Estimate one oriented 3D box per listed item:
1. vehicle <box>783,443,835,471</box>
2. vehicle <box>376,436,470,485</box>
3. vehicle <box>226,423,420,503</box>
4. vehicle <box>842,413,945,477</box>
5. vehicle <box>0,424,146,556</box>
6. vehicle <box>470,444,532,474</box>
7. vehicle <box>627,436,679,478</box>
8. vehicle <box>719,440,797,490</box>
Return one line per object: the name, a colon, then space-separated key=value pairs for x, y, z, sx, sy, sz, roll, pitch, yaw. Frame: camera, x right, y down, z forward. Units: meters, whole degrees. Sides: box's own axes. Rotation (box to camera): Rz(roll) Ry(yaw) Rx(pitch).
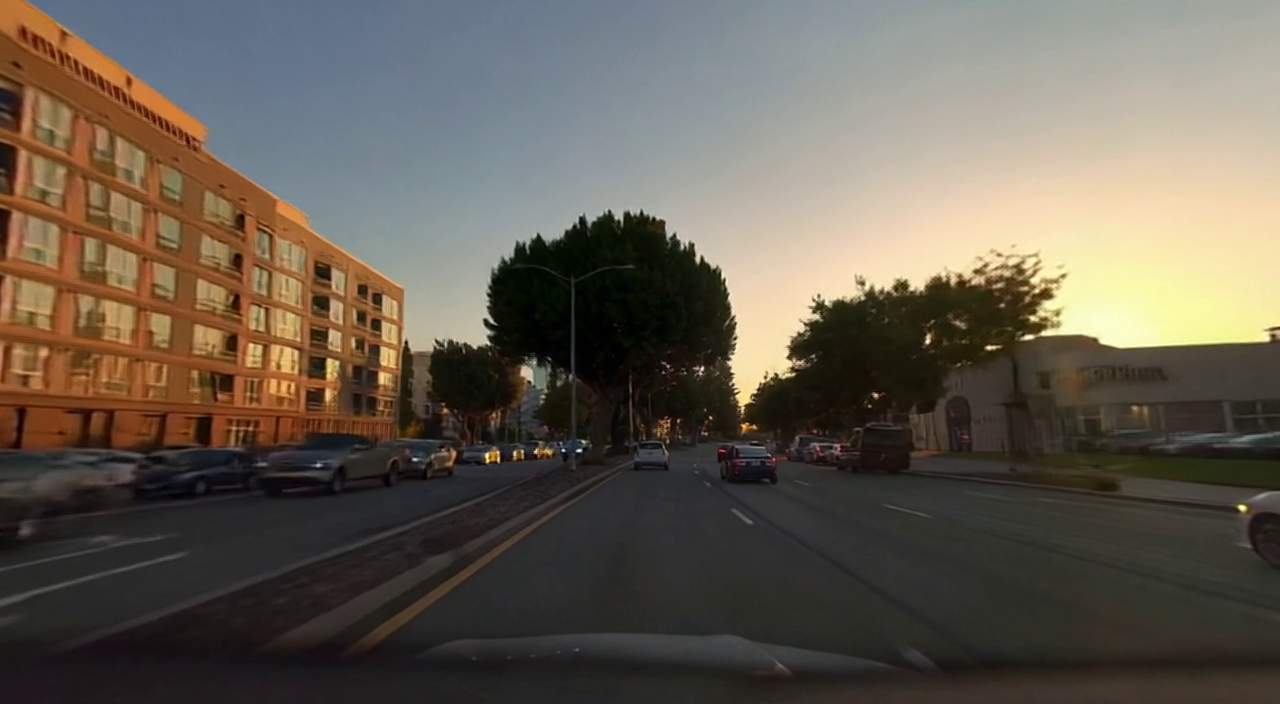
vehicle: x=9.675 y=6.020 z=36.496 sx=1.860 sy=1.475 sz=4.488 roll=0 pitch=-9 yaw=2
vehicle: x=-8.342 y=4.213 z=24.776 sx=1.934 sy=1.713 sz=4.441 roll=0 pitch=-9 yaw=2
vehicle: x=-8.265 y=2.972 z=17.372 sx=2.218 sy=1.819 sz=5.732 roll=0 pitch=-9 yaw=2
vehicle: x=12.619 y=4.719 z=32.068 sx=2.790 sy=2.897 sz=6.326 roll=-1 pitch=-9 yaw=3
vehicle: x=-8.767 y=1.683 z=7.410 sx=1.920 sy=1.590 sz=5.041 roll=-2 pitch=-8 yaw=0
vehicle: x=-7.291 y=5.645 z=33.663 sx=1.992 sy=1.465 sz=4.458 roll=-1 pitch=-9 yaw=4
vehicle: x=0.619 y=4.628 z=28.036 sx=2.101 sy=1.694 sz=3.979 roll=0 pitch=-9 yaw=3
vehicle: x=3.830 y=3.713 z=21.152 sx=1.852 sy=1.498 sz=3.825 roll=0 pitch=-9 yaw=0
